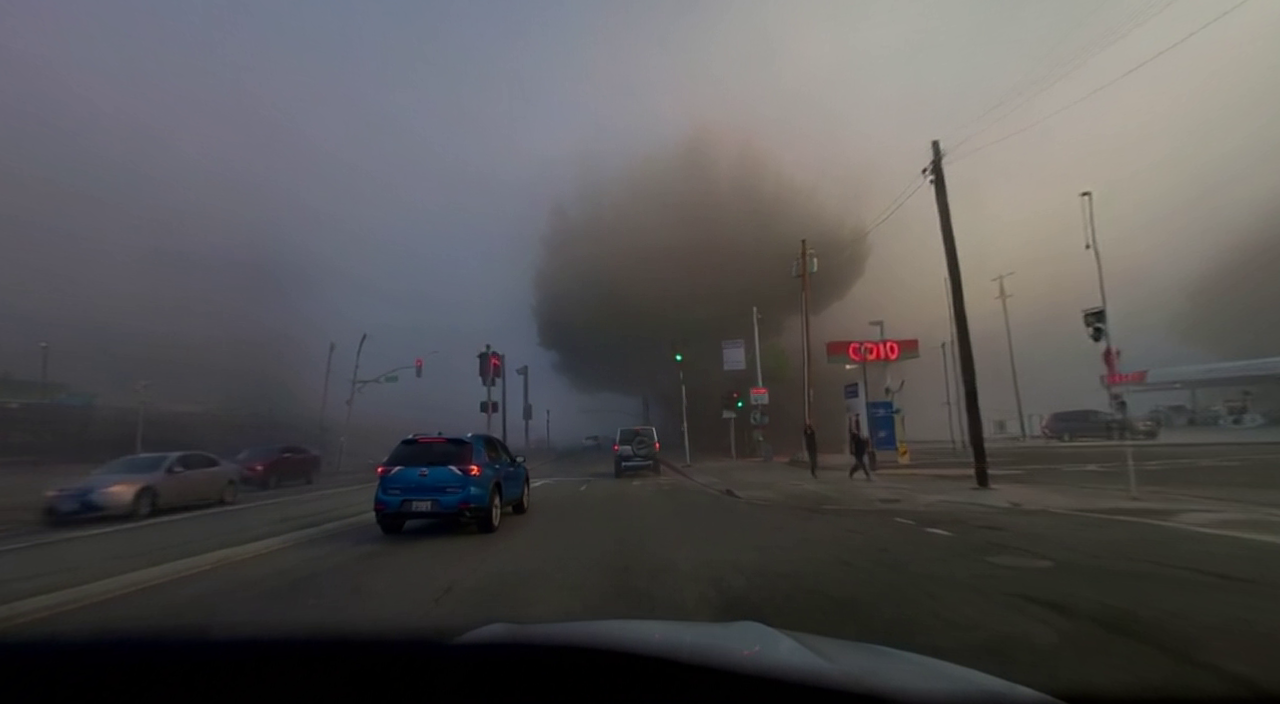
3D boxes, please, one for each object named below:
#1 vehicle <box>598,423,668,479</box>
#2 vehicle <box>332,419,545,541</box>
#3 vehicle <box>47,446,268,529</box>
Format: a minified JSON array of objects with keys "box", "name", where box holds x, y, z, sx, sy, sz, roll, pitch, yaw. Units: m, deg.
[{"box":[-0.355,4.040,25.759,2.552,1.999,5.498,0,-9,-2],"name":"vehicle"},{"box":[-3.295,2.229,11.618,2.247,1.734,4.919,0,-9,1],"name":"vehicle"},{"box":[-11.524,3.215,15.611,1.966,1.600,4.746,-3,-9,-3],"name":"vehicle"}]
